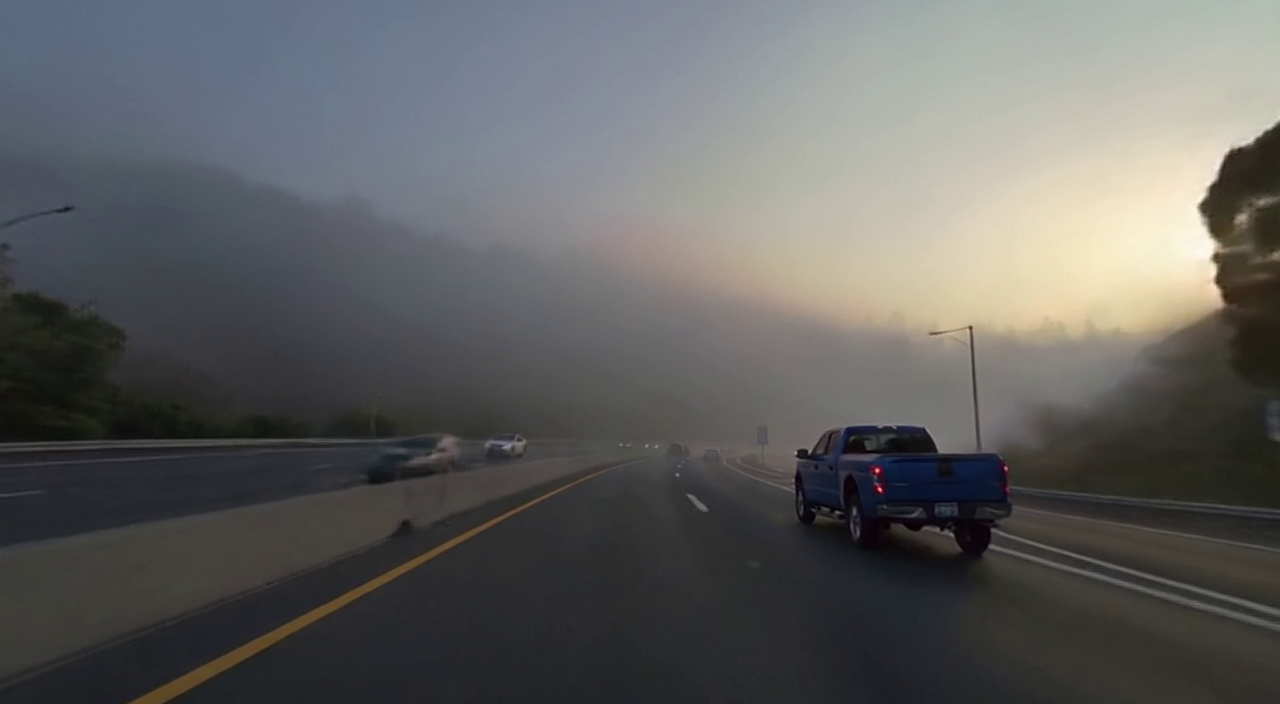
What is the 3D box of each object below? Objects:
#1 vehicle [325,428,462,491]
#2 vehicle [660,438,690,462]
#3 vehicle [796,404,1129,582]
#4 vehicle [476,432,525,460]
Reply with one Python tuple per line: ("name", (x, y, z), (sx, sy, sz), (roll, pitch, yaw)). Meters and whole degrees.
("vehicle", (-6.750, 3.011, 17.959), (1.990, 1.533, 4.572), (0, -9, 1))
("vehicle", (2.779, 7.703, 49.669), (2.186, 1.782, 4.100), (0, -9, 4))
("vehicle", (3.809, 1.775, 8.738), (2.151, 1.744, 4.709), (0, -9, 1))
("vehicle", (-9.224, 6.292, 42.181), (2.011, 1.723, 4.375), (0, -9, 3))
